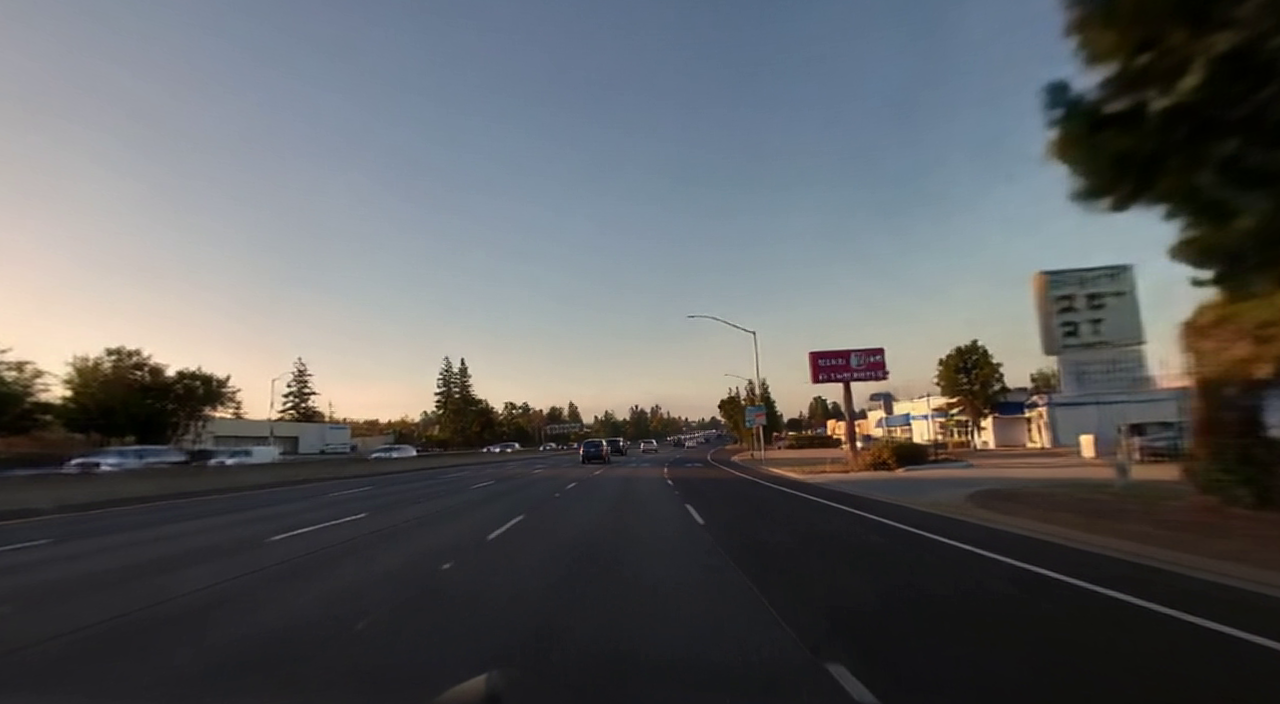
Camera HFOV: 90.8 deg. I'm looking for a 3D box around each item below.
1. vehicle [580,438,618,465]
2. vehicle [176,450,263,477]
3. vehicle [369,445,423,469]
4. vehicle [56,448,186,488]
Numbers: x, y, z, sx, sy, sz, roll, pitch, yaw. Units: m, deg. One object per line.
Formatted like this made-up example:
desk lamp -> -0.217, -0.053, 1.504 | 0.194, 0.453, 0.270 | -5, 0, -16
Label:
vehicle -> -2.738, 6.803, 43.334 | 2.139, 1.782, 4.079 | -1, -9, 3
vehicle -> -29.122, 7.690, 44.000 | 2.016, 1.734, 5.503 | -1, -9, 3
vehicle -> -17.706, 7.638, 46.116 | 1.958, 1.678, 4.390 | -1, -9, 4
vehicle -> -25.529, 5.687, 31.375 | 2.032, 1.773, 5.009 | -1, -9, 2
